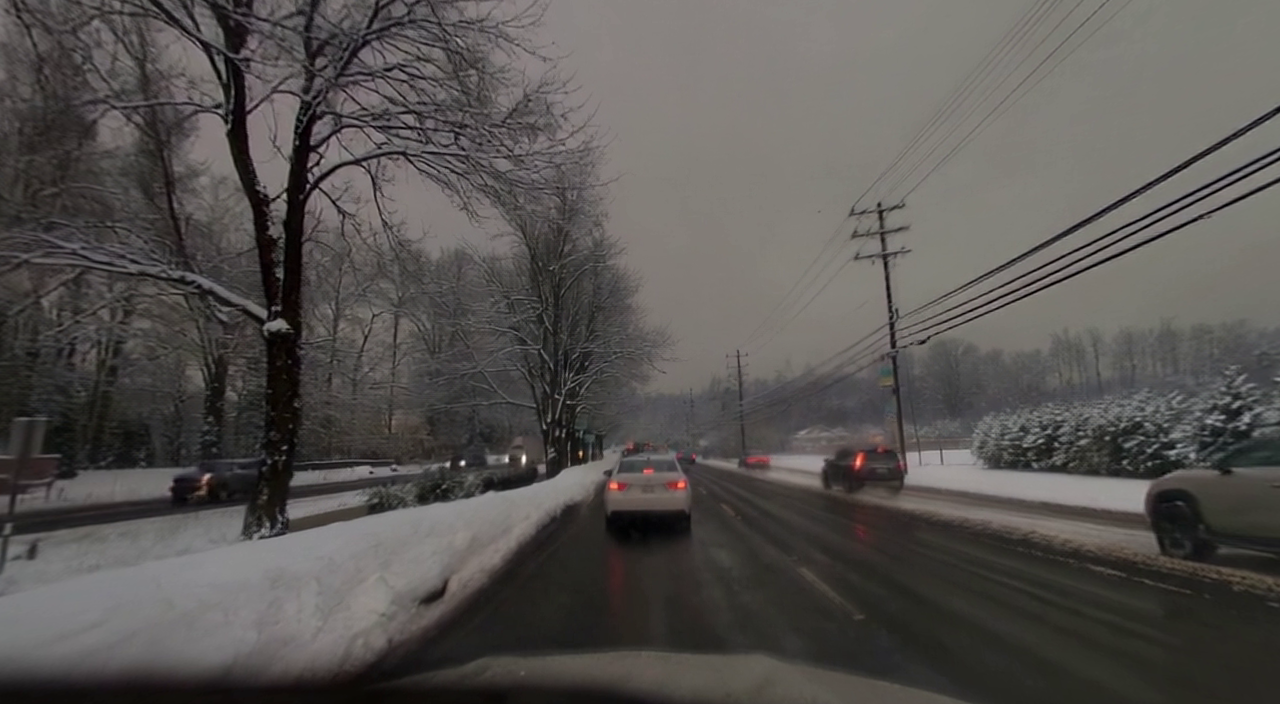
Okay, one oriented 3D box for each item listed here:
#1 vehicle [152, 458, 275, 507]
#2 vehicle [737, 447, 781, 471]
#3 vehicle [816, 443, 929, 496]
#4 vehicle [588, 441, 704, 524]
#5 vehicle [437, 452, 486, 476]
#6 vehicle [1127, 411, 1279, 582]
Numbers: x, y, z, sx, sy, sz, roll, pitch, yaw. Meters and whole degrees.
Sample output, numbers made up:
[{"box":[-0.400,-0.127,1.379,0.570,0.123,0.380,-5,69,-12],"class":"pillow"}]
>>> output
[{"box":[-15.047,4.573,22.516,1.701,1.494,3.791,0,-8,0],"class":"vehicle"},{"box":[7.680,6.942,41.132,1.899,1.458,4.499,0,-8,-1],"class":"vehicle"},{"box":[7.198,3.647,20.073,1.850,1.480,4.474,0,-8,0],"class":"vehicle"},{"box":[0.112,2.663,13.478,2.108,1.479,3.935,0,-8,0],"class":"vehicle"},{"box":[-12.104,7.633,43.129,1.942,1.481,4.621,0,-8,0],"class":"vehicle"},{"box":[7.209,1.338,5.709,1.983,1.649,4.557,0,-8,1],"class":"vehicle"}]
